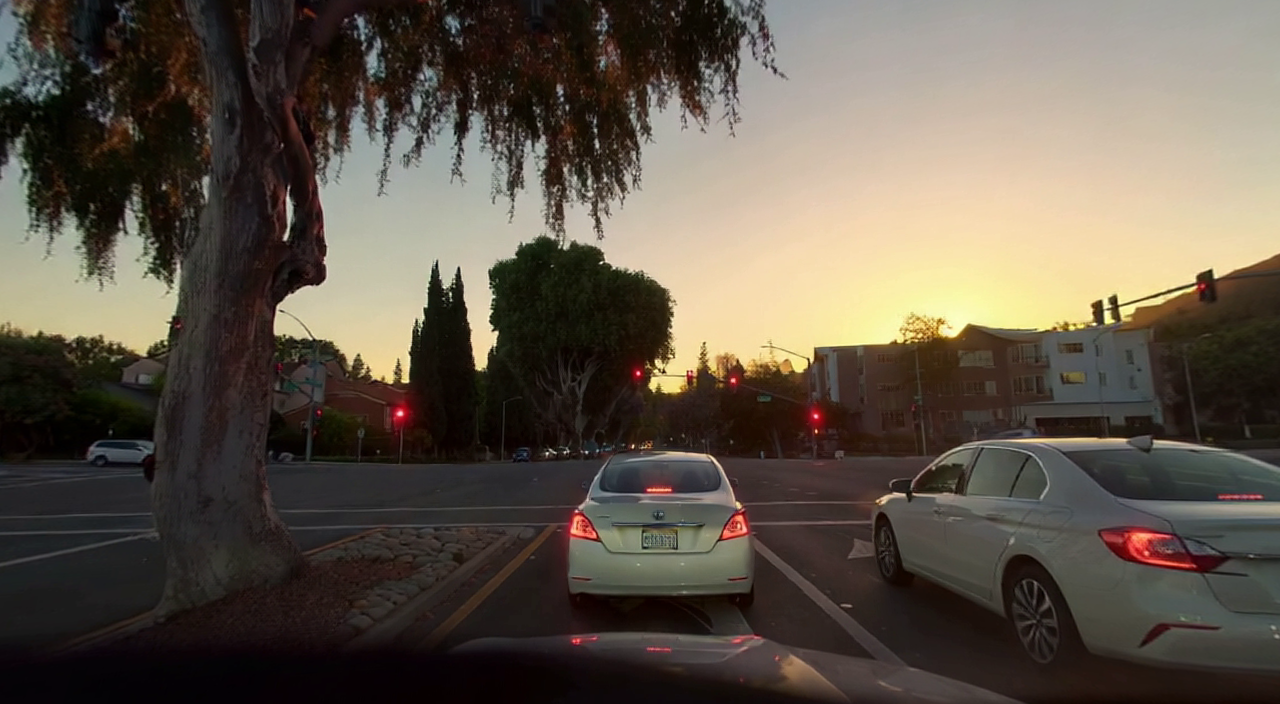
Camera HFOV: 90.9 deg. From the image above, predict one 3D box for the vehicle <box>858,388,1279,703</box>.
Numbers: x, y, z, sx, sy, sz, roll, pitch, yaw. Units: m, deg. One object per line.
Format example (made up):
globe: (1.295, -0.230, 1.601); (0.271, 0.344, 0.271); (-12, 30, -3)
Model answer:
vehicle: (3.177, 1.123, 3.898); (1.931, 1.493, 4.555); (0, -8, -1)

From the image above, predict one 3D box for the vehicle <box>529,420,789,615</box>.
vehicle: (0.103, 1.563, 6.874); (2.017, 1.485, 3.813); (0, -8, -1)

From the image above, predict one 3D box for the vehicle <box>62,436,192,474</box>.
vehicle: (-24.280, 4.870, 29.986); (4.450, 1.684, 1.894); (0, -8, 0)
